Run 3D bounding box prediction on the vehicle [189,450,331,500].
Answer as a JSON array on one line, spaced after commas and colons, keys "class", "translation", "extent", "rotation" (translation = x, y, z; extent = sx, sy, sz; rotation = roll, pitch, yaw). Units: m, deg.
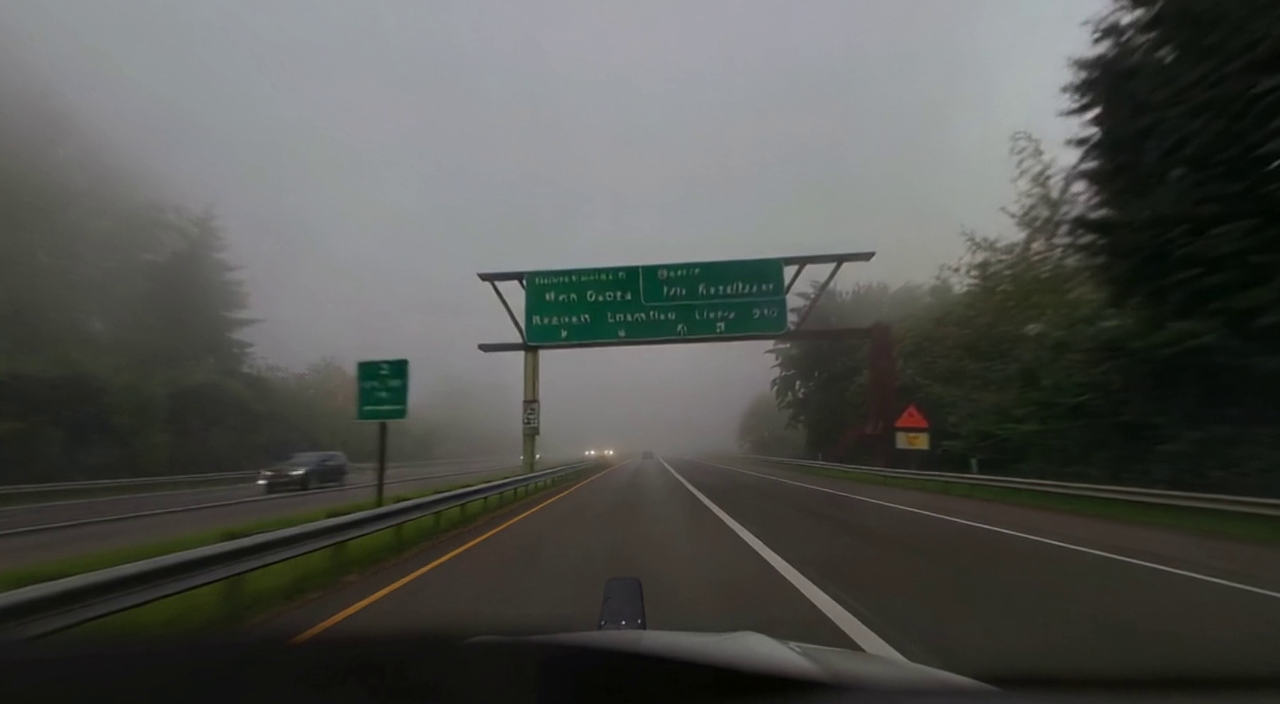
[{"class": "vehicle", "translation": [-12.729, 4.112, 21.544], "extent": [1.917, 1.490, 4.582], "rotation": [0, -9, 1]}]
